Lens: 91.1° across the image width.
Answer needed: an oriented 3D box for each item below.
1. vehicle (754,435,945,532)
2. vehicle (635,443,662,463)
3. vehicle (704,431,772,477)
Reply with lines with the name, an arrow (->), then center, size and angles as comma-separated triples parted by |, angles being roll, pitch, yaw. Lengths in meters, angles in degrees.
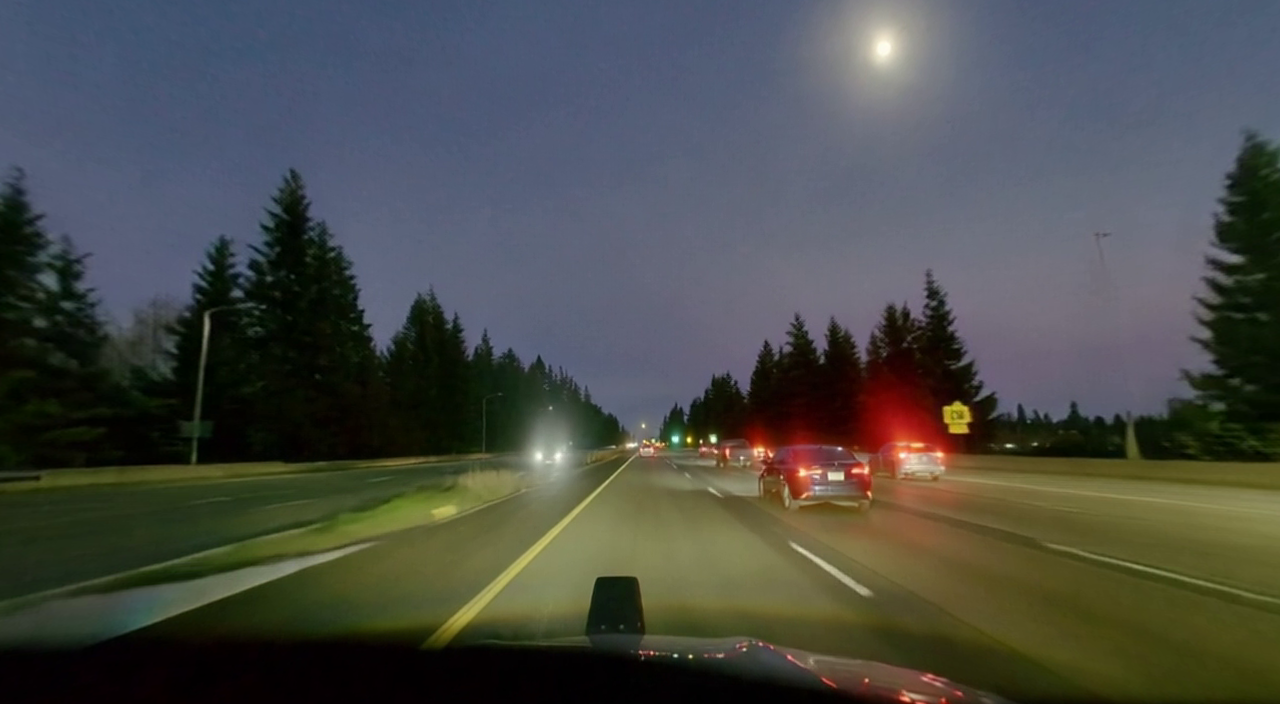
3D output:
vehicle -> 3.648, 2.363, 12.044 | 1.904, 1.453, 4.789 | 0, -8, -2
vehicle -> 0.654, 7.974, 49.746 | 2.052, 1.472, 4.295 | 0, -8, 0
vehicle -> 4.398, 4.651, 29.040 | 2.206, 1.902, 5.460 | 0, -8, -1
